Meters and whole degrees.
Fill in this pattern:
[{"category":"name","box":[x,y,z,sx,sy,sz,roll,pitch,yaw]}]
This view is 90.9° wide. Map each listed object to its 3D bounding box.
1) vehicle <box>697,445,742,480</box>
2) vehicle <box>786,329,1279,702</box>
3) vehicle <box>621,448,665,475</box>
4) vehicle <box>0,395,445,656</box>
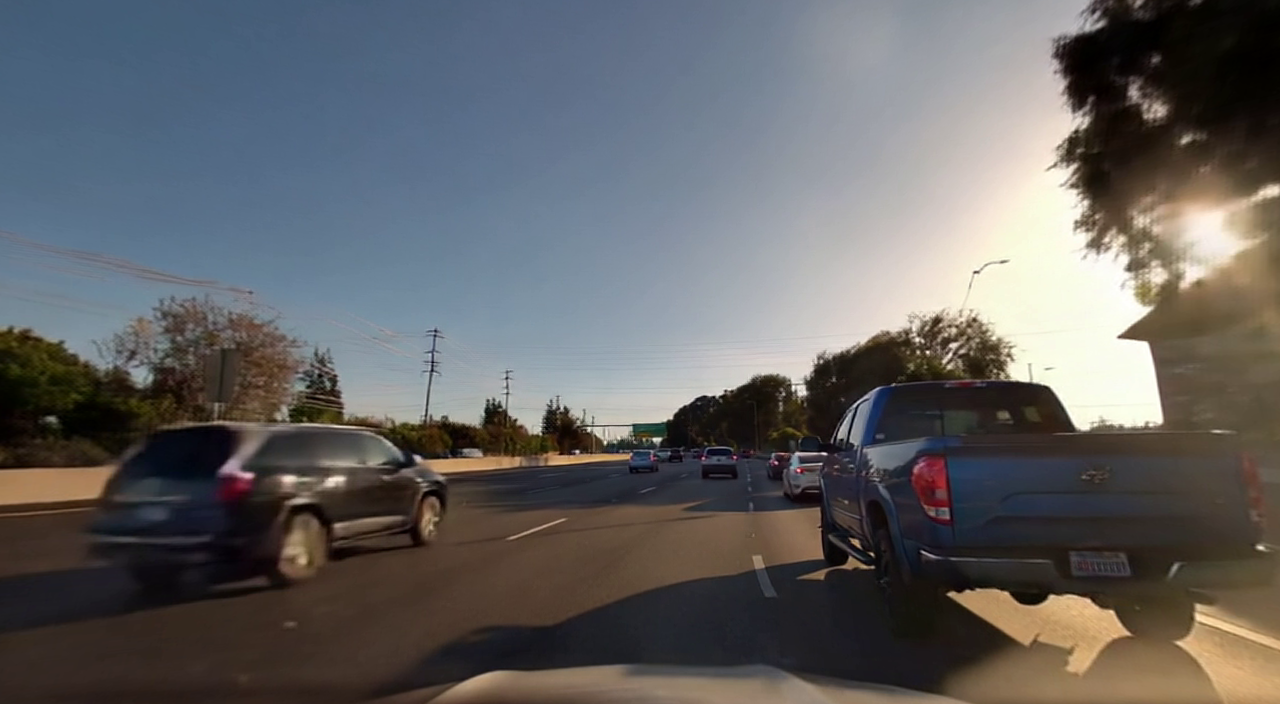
[{"category":"vehicle","box":[4.229,5.726,33.062,2.080,1.682,4.150,-1,-9,10]},{"category":"vehicle","box":[3.399,1.412,7.078,3.024,2.092,6.797,-1,-9,10]},{"category":"vehicle","box":[0.278,6.730,39.000,2.119,1.478,4.644,-1,-9,8]},{"category":"vehicle","box":[-4.239,1.506,6.686,2.209,1.714,4.576,-1,-9,10]}]
